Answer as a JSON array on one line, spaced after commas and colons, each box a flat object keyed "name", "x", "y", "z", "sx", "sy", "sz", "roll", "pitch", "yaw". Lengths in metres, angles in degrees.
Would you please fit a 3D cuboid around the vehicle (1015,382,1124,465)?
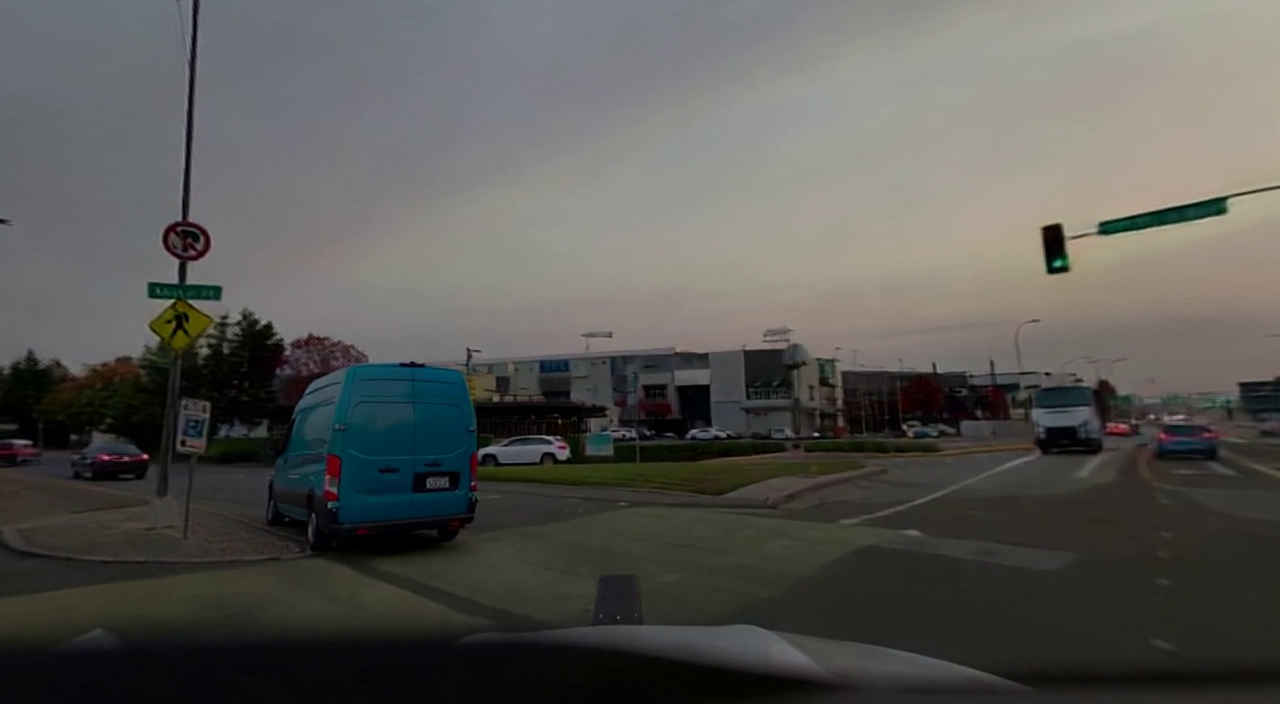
[{"name": "vehicle", "x": 21.605, "y": 3.687, "z": 30.989, "sx": 3.158, "sy": 3.294, "sz": 13.584, "roll": -6, "pitch": -10, "yaw": 38}]

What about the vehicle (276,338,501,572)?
[{"name": "vehicle", "x": -4.370, "y": 1.575, "z": 10.147, "sx": 2.432, "sy": 2.624, "sz": 5.670, "roll": 5, "pitch": -10, "yaw": -30}]

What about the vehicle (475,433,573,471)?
[{"name": "vehicle", "x": -5.095, "y": 4.435, "z": 27.883, "sx": 4.109, "sy": 1.592, "sz": 2.008, "roll": 1, "pitch": -9, "yaw": -8}]

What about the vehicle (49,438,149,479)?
[{"name": "vehicle", "x": -22.164, "y": 4.303, "z": 25.607, "sx": 4.457, "sy": 1.533, "sz": 1.933, "roll": -6, "pitch": -10, "yaw": 35}]

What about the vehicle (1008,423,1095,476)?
[{"name": "vehicle", "x": 14.140, "y": 3.297, "z": 21.417, "sx": 2.017, "sy": 1.599, "sz": 4.436, "roll": -7, "pitch": -10, "yaw": 37}]

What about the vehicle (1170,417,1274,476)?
[{"name": "vehicle", "x": 17.849, "y": 2.922, "z": 19.411, "sx": 1.948, "sy": 1.613, "sz": 3.879, "roll": -7, "pitch": -10, "yaw": 38}]
